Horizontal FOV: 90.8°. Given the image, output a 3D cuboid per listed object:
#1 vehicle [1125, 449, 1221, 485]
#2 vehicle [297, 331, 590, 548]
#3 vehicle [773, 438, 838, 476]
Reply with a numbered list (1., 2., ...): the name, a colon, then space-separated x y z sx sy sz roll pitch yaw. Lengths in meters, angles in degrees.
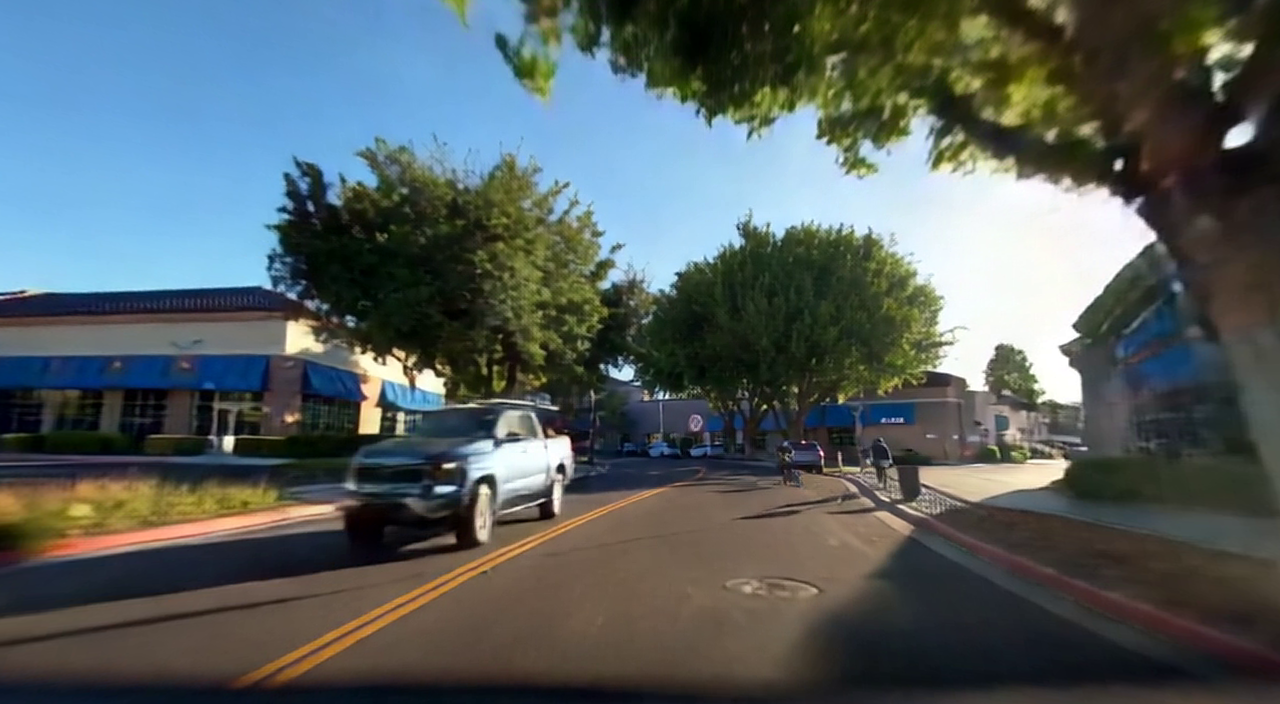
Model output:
1. vehicle: 26.716 5.691 31.634 4.545 1.640 1.866 4 -10 -27
2. vehicle: -2.840 1.622 11.611 2.674 2.815 6.582 -1 -9 6
3. vehicle: 8.399 5.370 32.532 2.292 1.767 5.128 -1 -9 4
